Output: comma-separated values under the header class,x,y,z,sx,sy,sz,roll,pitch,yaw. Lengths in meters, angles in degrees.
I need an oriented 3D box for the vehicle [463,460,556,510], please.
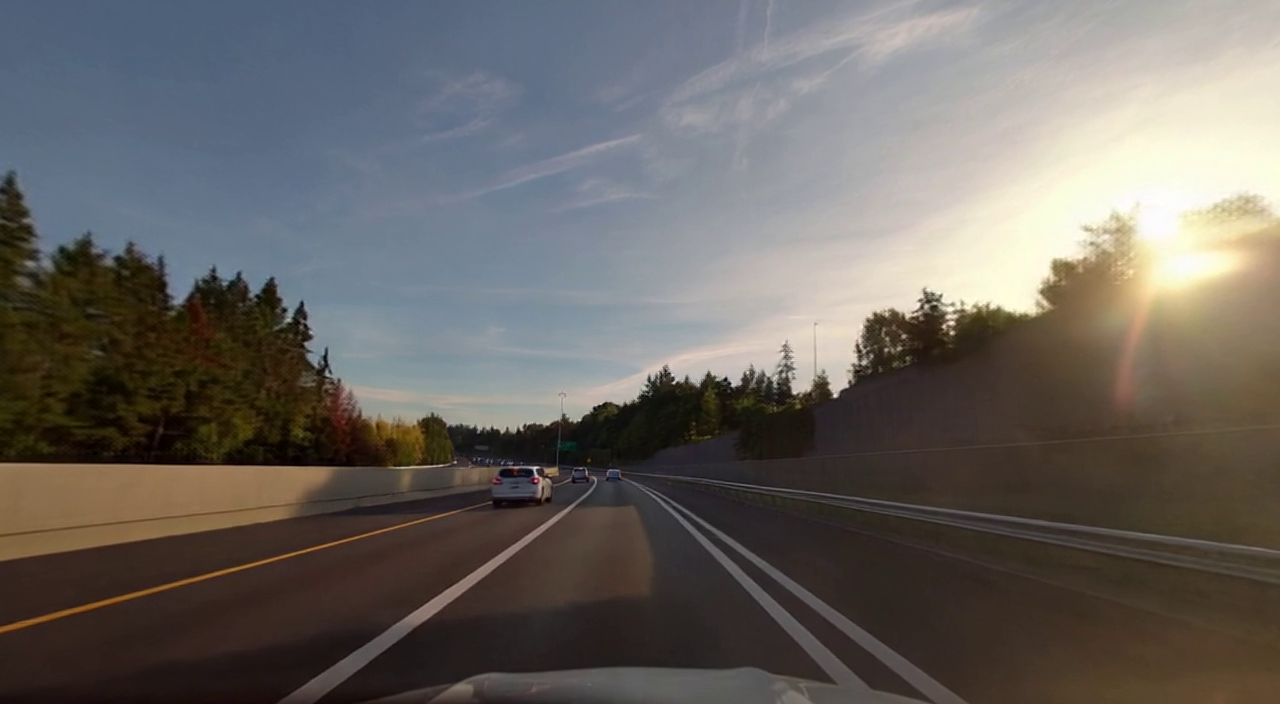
class,x,y,z,sx,sy,sz,roll,pitch,yaw
vehicle,-4.519,4.741,22.736,2.328,1.559,5.041,1,-11,-1
